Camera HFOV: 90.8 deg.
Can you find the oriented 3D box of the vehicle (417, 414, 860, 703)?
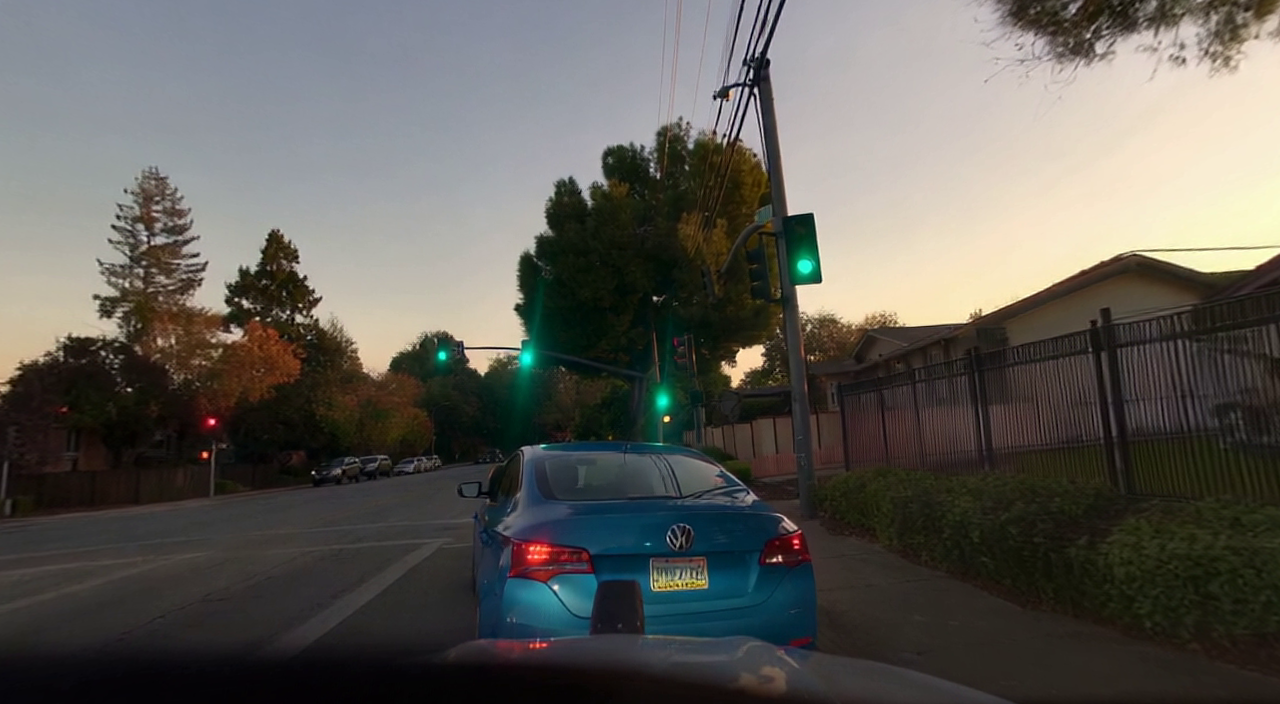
[{"bbox_3d":[-0.154,1.317,4.783,2.024,1.502,3.702,1,-9,-5],"label":"vehicle"}]
